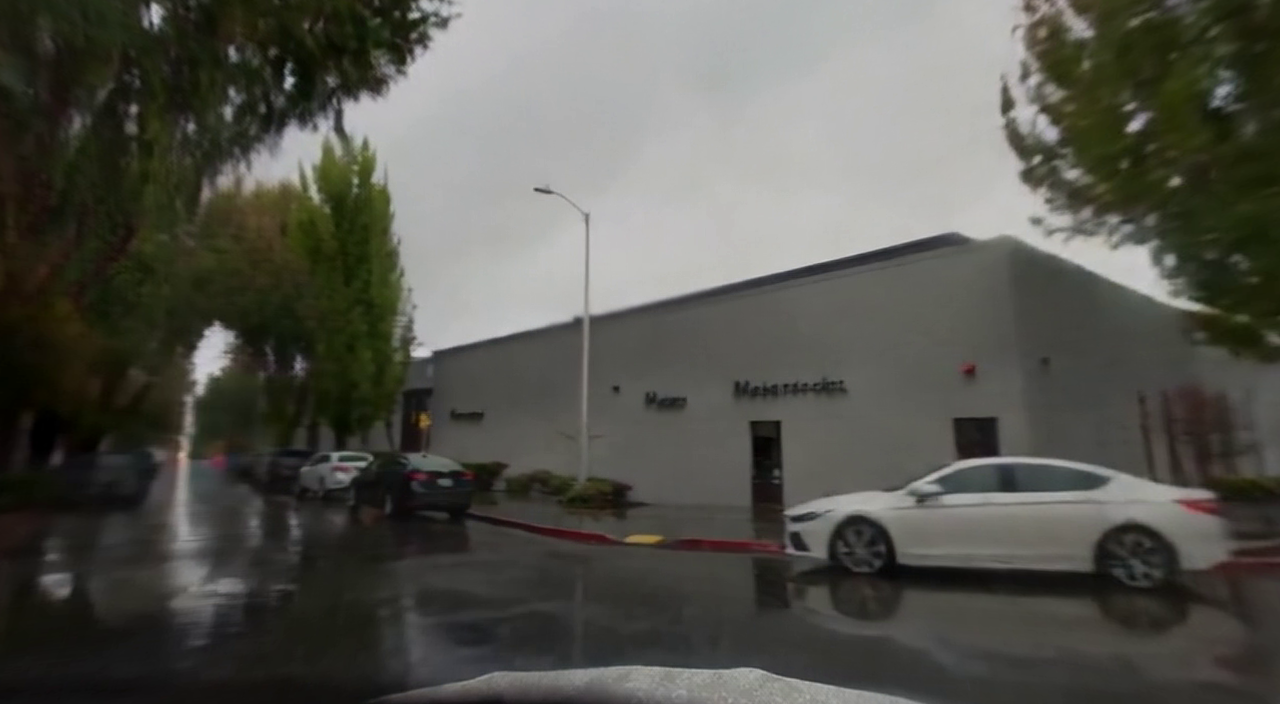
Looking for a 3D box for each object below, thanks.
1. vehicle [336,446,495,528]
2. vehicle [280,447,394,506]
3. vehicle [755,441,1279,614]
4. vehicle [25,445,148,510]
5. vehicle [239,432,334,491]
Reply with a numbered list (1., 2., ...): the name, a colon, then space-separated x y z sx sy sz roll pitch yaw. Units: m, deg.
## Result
1. vehicle: -5.003 2.870 13.735 1.889 1.482 4.118 9 -13 -38
2. vehicle: -8.945 3.601 18.427 1.815 1.479 4.498 9 -14 -39
3. vehicle: 3.749 1.752 6.863 4.770 1.448 1.983 -2 -11 14
4. vehicle: -14.491 3.297 16.758 2.018 1.461 4.413 8 -13 -37
5. vehicle: -13.621 4.204 24.110 2.242 1.972 4.898 9 -13 -37
